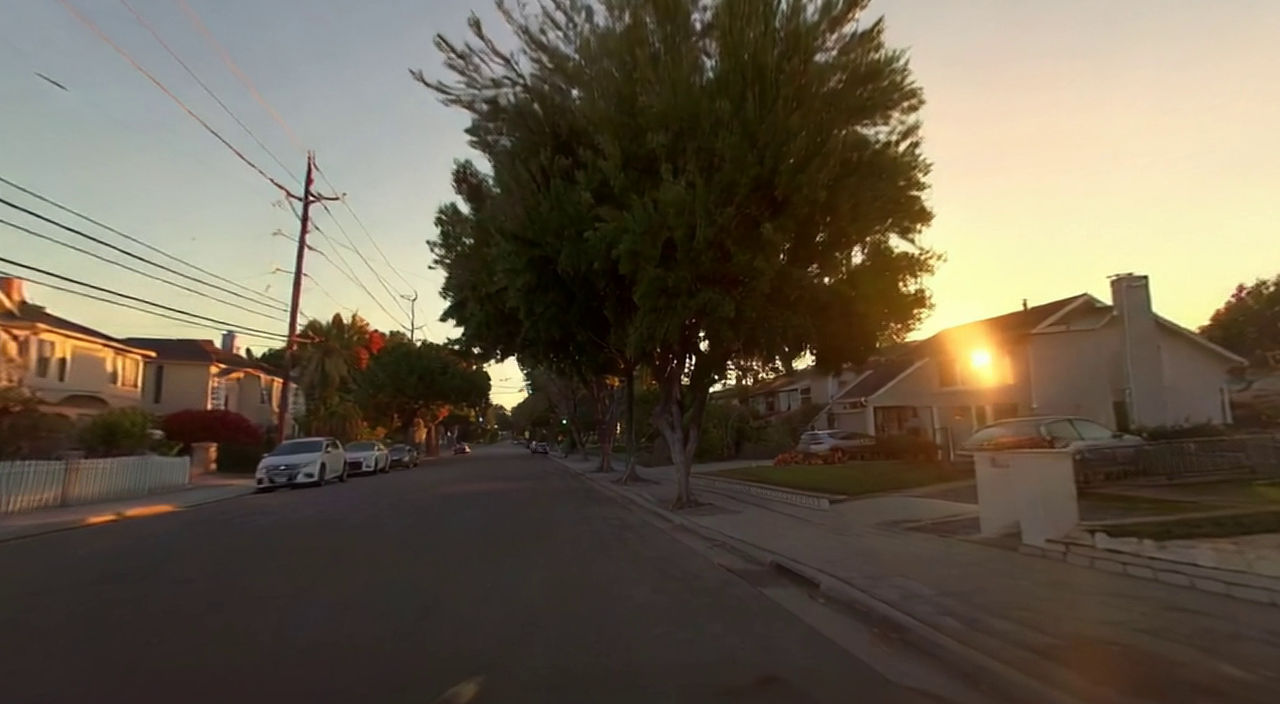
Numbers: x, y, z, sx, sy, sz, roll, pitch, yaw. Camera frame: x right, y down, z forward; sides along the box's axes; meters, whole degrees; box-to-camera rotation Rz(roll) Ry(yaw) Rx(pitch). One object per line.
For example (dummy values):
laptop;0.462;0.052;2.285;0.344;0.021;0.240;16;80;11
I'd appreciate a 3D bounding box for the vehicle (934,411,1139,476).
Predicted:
vehicle;11.397;2.654;18.329;4.842;1.728;1.875;1;-9;-8

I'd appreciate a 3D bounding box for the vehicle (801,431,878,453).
vehicle;10.486;4.777;33.324;3.606;1.094;1.420;2;-8;-9

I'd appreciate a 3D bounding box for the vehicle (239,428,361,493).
vehicle;-11.952;3.857;22.762;2.240;1.940;5.429;-1;-9;-10

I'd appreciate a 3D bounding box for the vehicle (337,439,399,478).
vehicle;-13.969;5.459;32.746;1.939;1.756;4.767;-2;-8;-11
